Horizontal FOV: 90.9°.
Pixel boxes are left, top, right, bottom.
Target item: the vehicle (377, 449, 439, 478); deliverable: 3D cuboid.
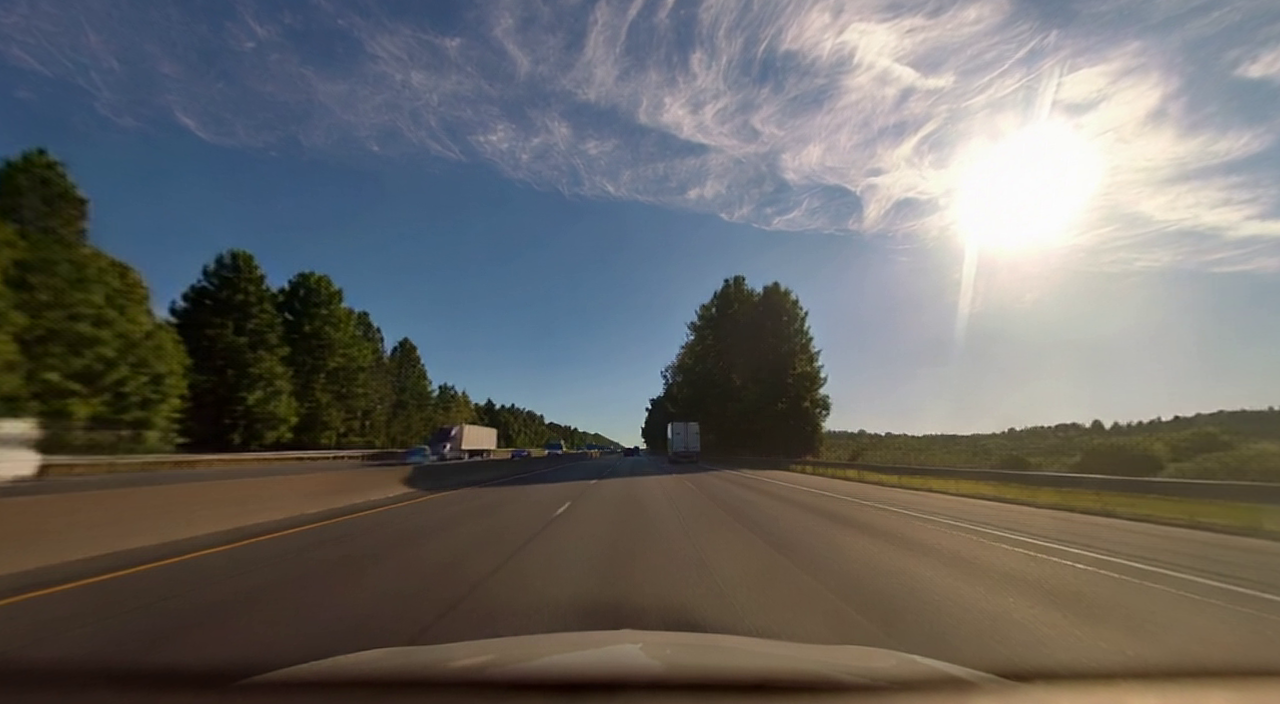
[{"bbox_3d":[-12.263,5.921,33.606,1.878,1.418,3.768,0,-9,0],"label":"vehicle"}]
